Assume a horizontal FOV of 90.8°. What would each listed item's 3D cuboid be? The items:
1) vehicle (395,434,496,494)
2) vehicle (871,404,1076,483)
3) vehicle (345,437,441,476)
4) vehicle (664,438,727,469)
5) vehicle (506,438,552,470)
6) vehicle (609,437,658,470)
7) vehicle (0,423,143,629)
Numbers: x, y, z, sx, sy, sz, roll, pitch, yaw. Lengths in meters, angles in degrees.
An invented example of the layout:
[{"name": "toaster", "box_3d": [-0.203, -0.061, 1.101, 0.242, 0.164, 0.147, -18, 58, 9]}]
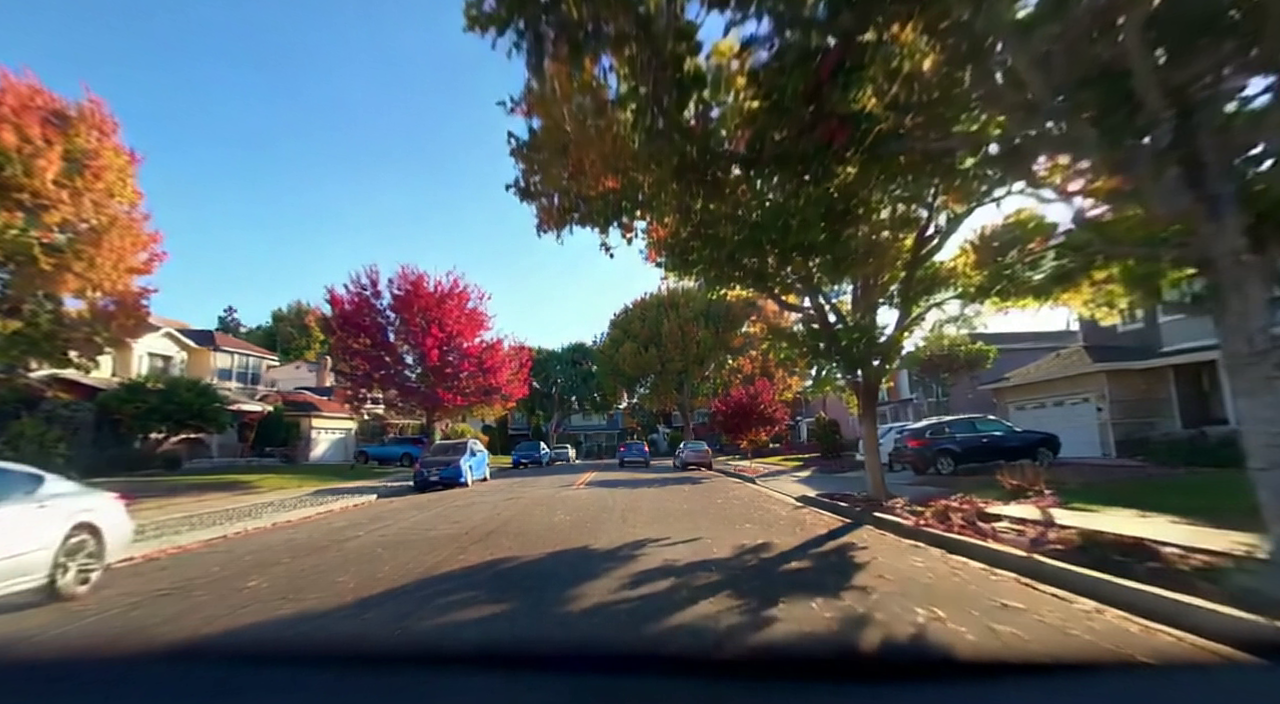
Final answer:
[{"name": "vehicle", "box_3d": [-6.722, 3.872, 22.465, 2.254, 1.773, 4.795, -2, -7, -2]}, {"name": "vehicle", "box_3d": [9.705, 2.685, 18.658, 4.813, 1.914, 2.041, -3, -9, -5]}, {"name": "vehicle", "box_3d": [-13.244, 5.598, 34.071, 4.461, 1.717, 1.936, -3, -6, -5]}, {"name": "vehicle", "box_3d": [2.816, 5.304, 33.157, 2.429, 1.502, 4.474, 1, -9, -7]}, {"name": "vehicle", "box_3d": [-7.090, 6.568, 40.852, 2.235, 1.851, 4.662, -2, -9, -1]}, {"name": "vehicle", "box_3d": [-0.372, 4.929, 30.682, 2.192, 1.474, 4.192, 1, -9, -3]}, {"name": "vehicle", "box_3d": [-6.190, 1.394, 4.637, 2.007, 1.662, 3.951, -2, -7, -3]}]
